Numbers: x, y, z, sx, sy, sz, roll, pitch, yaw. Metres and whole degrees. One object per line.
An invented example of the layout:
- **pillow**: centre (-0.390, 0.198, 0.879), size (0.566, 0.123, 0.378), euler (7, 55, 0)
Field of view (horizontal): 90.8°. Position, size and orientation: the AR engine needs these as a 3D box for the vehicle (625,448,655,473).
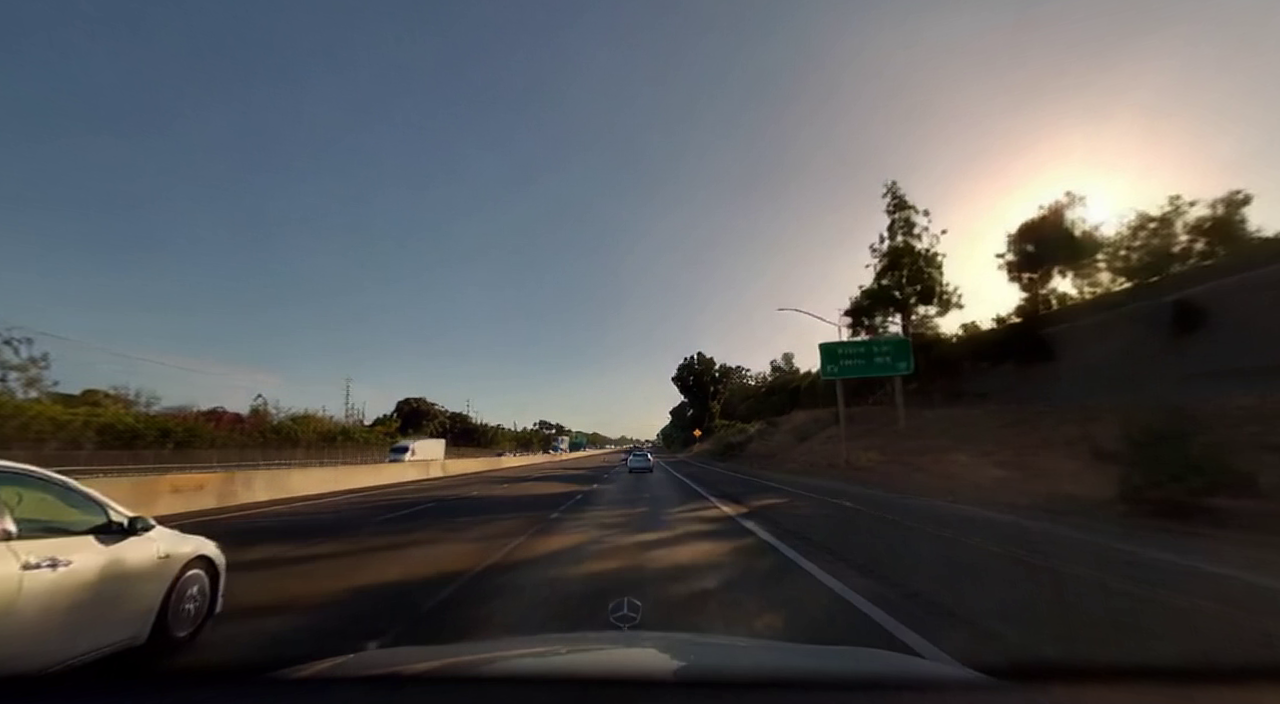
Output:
- **vehicle**: centre (0.007, 7.075, 41.312), size (1.908, 1.515, 3.871), euler (0, -9, 0)
